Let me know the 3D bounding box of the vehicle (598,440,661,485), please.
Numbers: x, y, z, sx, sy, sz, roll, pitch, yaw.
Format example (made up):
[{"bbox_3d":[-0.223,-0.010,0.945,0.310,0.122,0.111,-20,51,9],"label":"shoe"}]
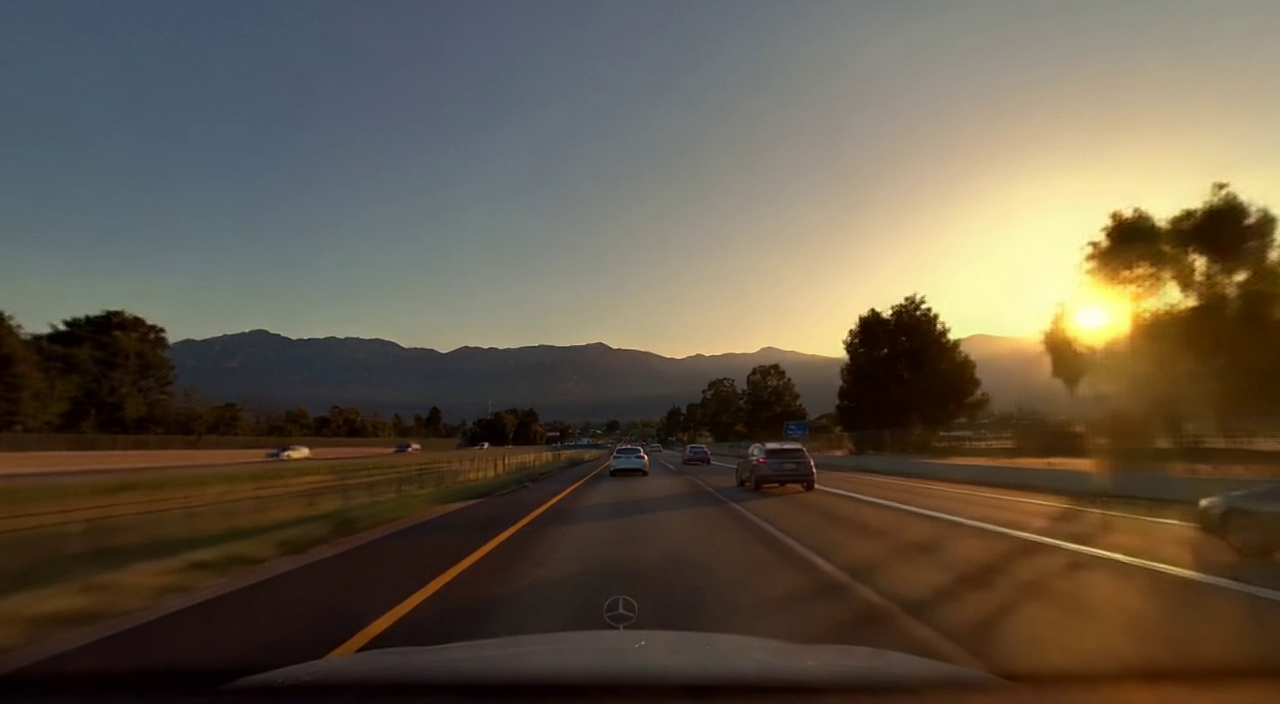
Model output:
[{"bbox_3d":[-0.379,3.928,22.675,2.085,1.449,3.860,0,-9,-1],"label":"vehicle"}]

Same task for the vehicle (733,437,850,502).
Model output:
[{"bbox_3d":[3.831,3.045,16.728,1.949,1.493,4.272,0,-9,-1],"label":"vehicle"}]

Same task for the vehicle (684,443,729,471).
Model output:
[{"bbox_3d":[3.624,5.772,34.920,1.957,1.447,4.241,0,-9,-1],"label":"vehicle"}]
